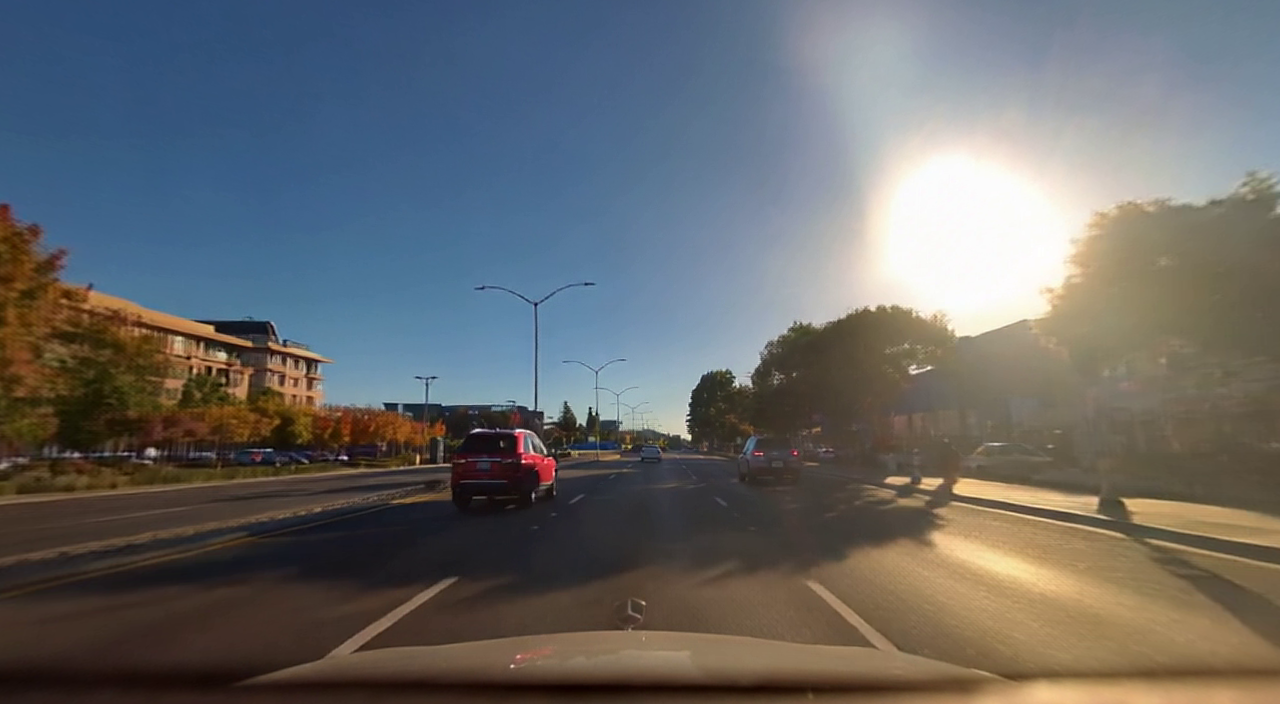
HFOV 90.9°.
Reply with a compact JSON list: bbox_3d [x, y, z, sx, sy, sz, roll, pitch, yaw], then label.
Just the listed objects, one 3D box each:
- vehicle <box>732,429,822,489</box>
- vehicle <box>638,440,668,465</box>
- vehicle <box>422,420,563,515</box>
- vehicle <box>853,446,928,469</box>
[{"bbox_3d":[4.480,3.573,21.371,2.083,1.779,4.347,0,-8,0],"label":"vehicle"},{"bbox_3d":[0.967,7.403,46.522,2.067,1.702,3.987,0,-8,2],"label":"vehicle"},{"bbox_3d":[-3.140,2.572,14.516,2.047,1.810,4.414,0,-8,2],"label":"vehicle"},{"bbox_3d":[16.409,6.903,41.322,4.133,1.475,1.833,2,-9,-11],"label":"vehicle"}]
